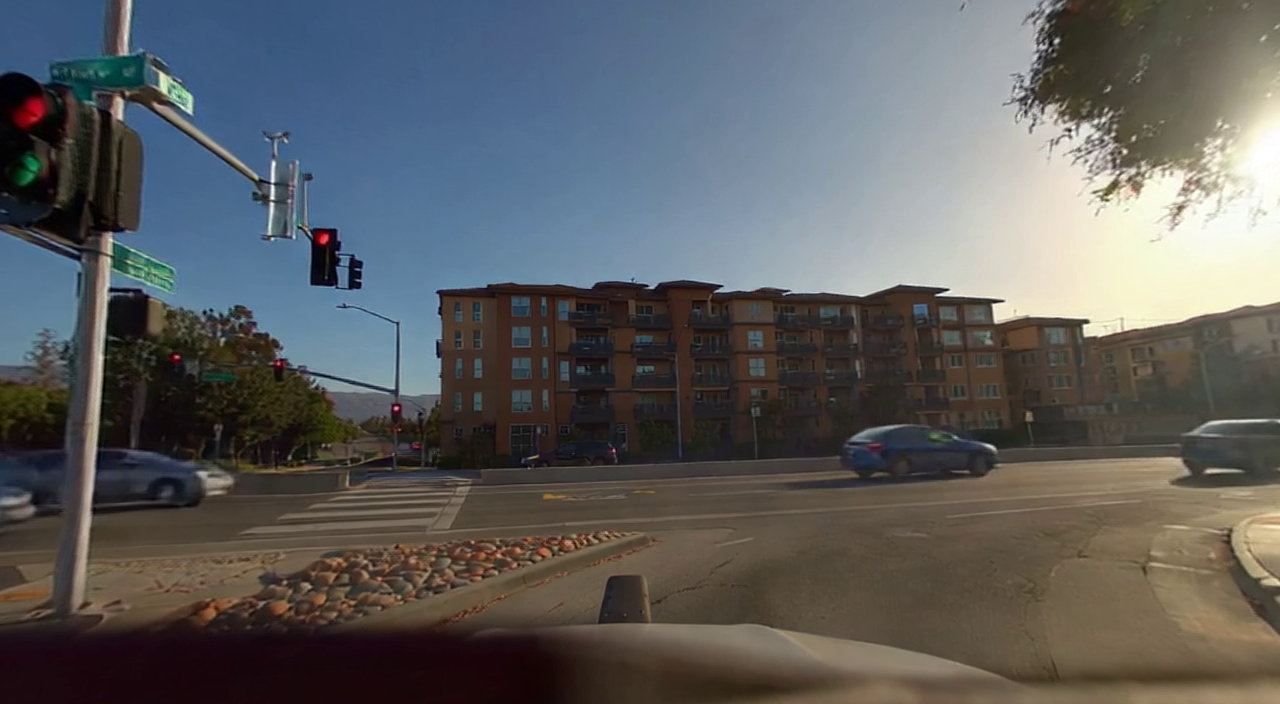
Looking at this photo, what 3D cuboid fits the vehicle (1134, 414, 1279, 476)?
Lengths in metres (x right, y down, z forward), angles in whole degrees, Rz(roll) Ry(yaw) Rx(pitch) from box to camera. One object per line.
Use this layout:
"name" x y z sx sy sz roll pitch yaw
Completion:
"vehicle" 17.330 2.731 18.544 4.581 1.650 1.958 2 -9 -16

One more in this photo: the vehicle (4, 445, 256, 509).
"vehicle" -13.102 3.205 16.605 4.691 1.478 1.908 2 -9 -16

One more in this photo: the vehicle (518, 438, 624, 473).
"vehicle" -2.986 4.434 27.238 4.289 1.415 1.774 2 -9 -17

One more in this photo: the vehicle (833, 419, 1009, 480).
"vehicle" 8.520 2.945 19.233 4.711 1.688 1.915 2 -9 -17
